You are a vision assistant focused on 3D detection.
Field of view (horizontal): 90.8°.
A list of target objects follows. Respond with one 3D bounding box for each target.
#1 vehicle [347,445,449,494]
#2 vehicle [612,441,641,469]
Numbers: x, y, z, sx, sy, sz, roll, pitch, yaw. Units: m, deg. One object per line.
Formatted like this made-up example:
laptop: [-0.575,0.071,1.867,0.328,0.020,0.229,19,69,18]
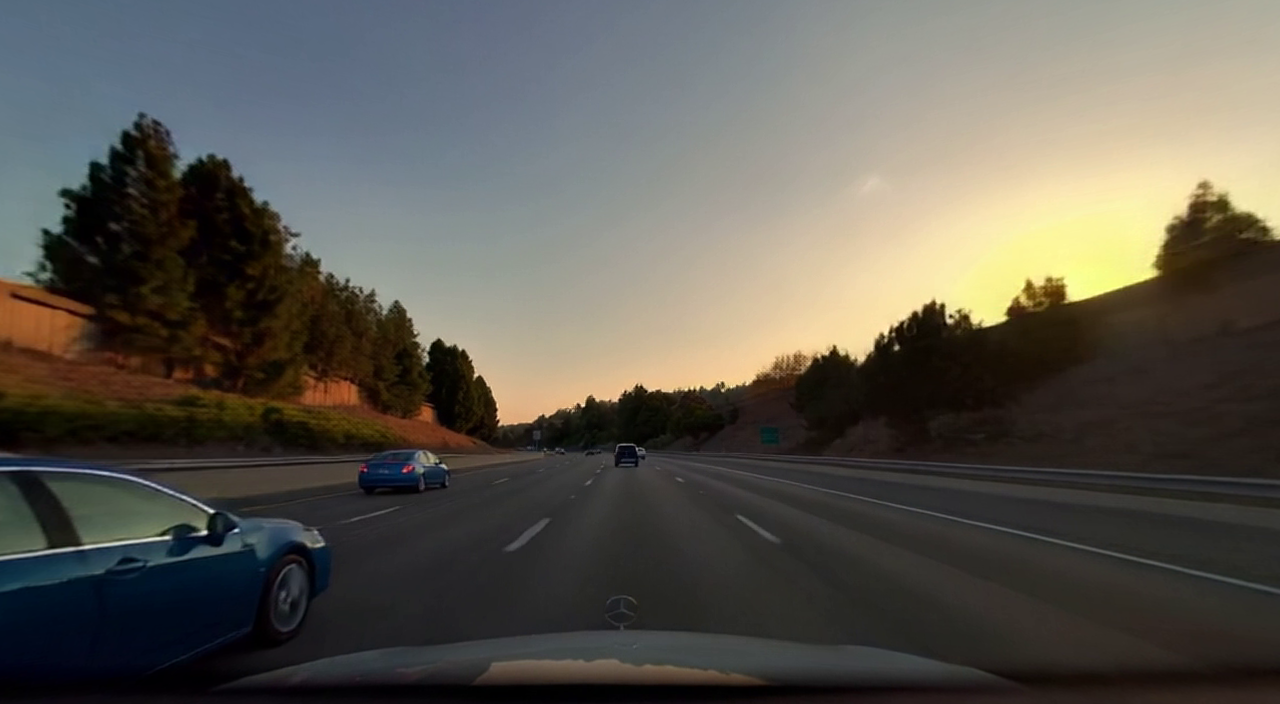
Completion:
vehicle: [-7.898,3.849,21.069,1.915,1.479,3.843,0,-9,-1]
vehicle: [-1.010,7.393,45.380,1.990,1.878,4.079,0,-9,-3]
